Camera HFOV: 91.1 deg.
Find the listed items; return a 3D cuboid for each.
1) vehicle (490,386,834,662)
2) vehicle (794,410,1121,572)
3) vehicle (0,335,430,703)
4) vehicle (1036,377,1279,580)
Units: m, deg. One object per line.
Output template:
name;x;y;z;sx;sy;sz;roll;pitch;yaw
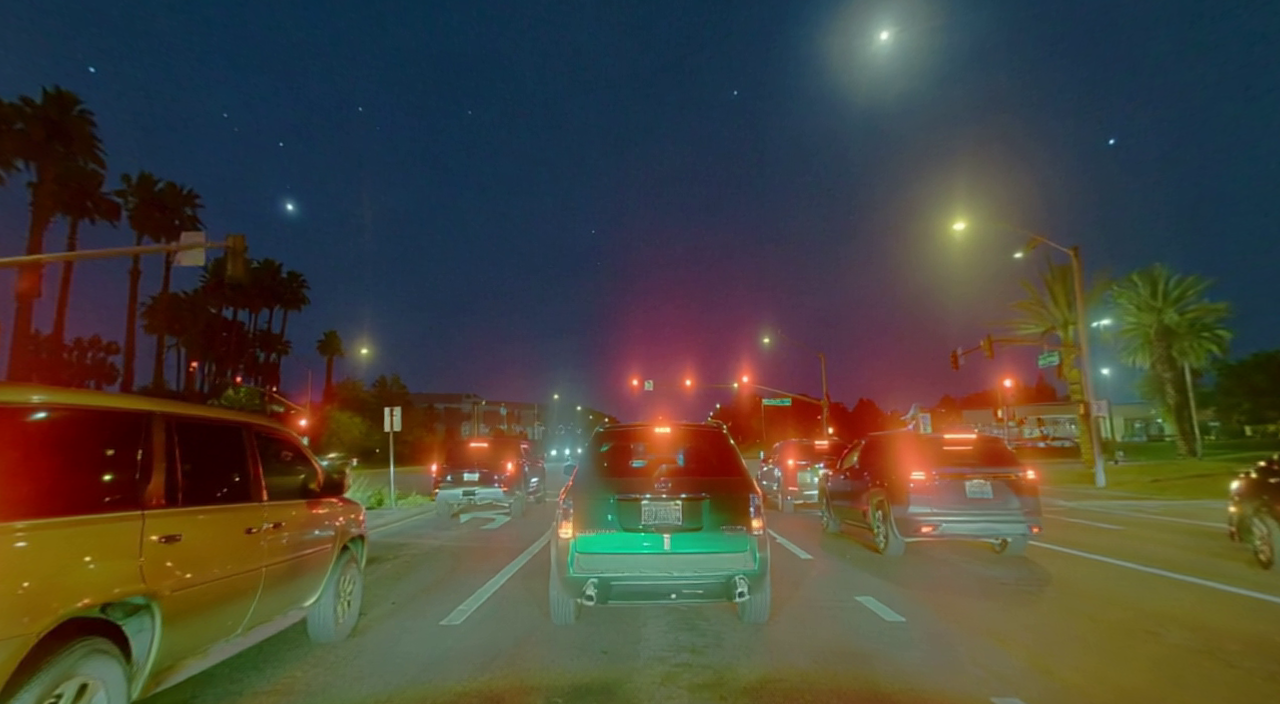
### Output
vehicle;0.166;1.371;6.041;2.123;1.704;4.128;0;-8;1
vehicle;4.005;1.856;9.285;2.072;1.704;5.170;0;-8;-1
vehicle;-3.157;1.082;3.895;2.171;1.702;4.416;0;-8;0
vehicle;7.331;1.335;6.829;2.337;1.925;5.728;0;-8;1
